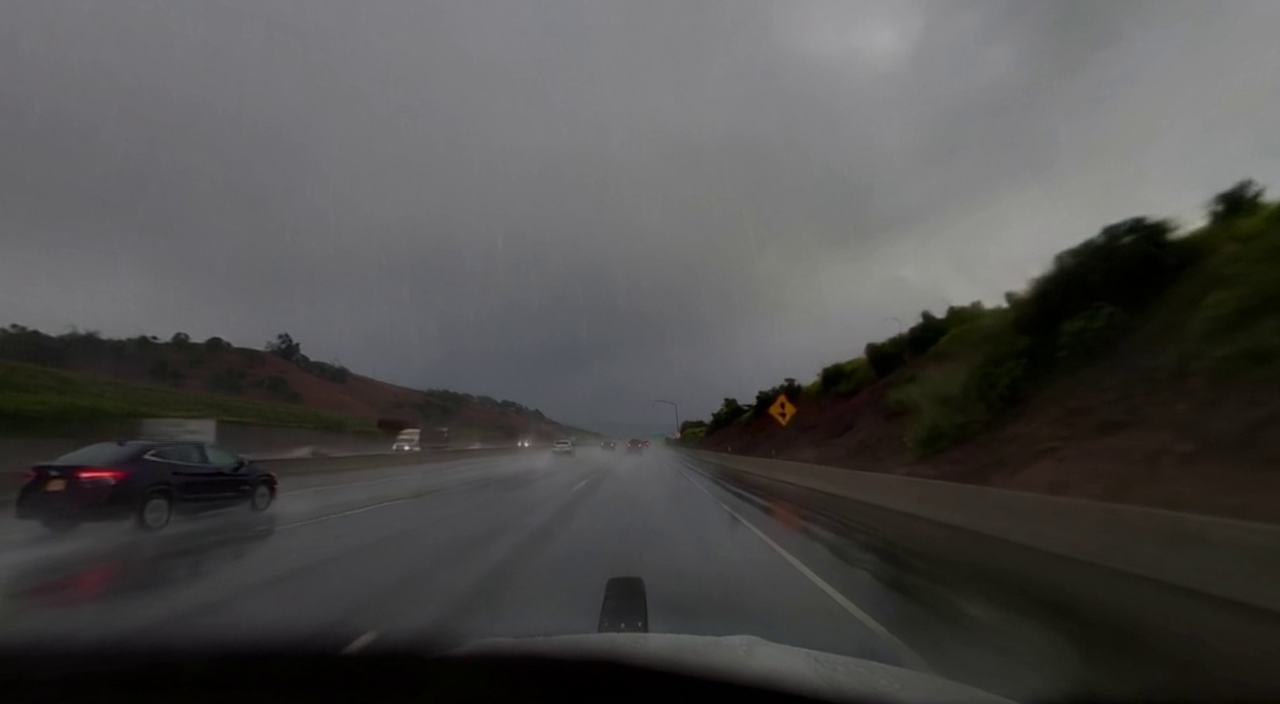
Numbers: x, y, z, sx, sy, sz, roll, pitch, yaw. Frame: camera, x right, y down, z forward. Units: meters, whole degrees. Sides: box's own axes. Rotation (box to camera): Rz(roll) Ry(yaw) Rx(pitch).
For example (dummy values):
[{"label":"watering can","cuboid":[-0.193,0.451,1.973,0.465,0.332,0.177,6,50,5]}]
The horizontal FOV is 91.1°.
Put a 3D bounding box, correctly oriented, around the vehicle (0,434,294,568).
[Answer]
[{"label":"vehicle","cuboid":[-7.451,1.998,9.316,1.949,1.465,4.563,0,-8,1]}]
